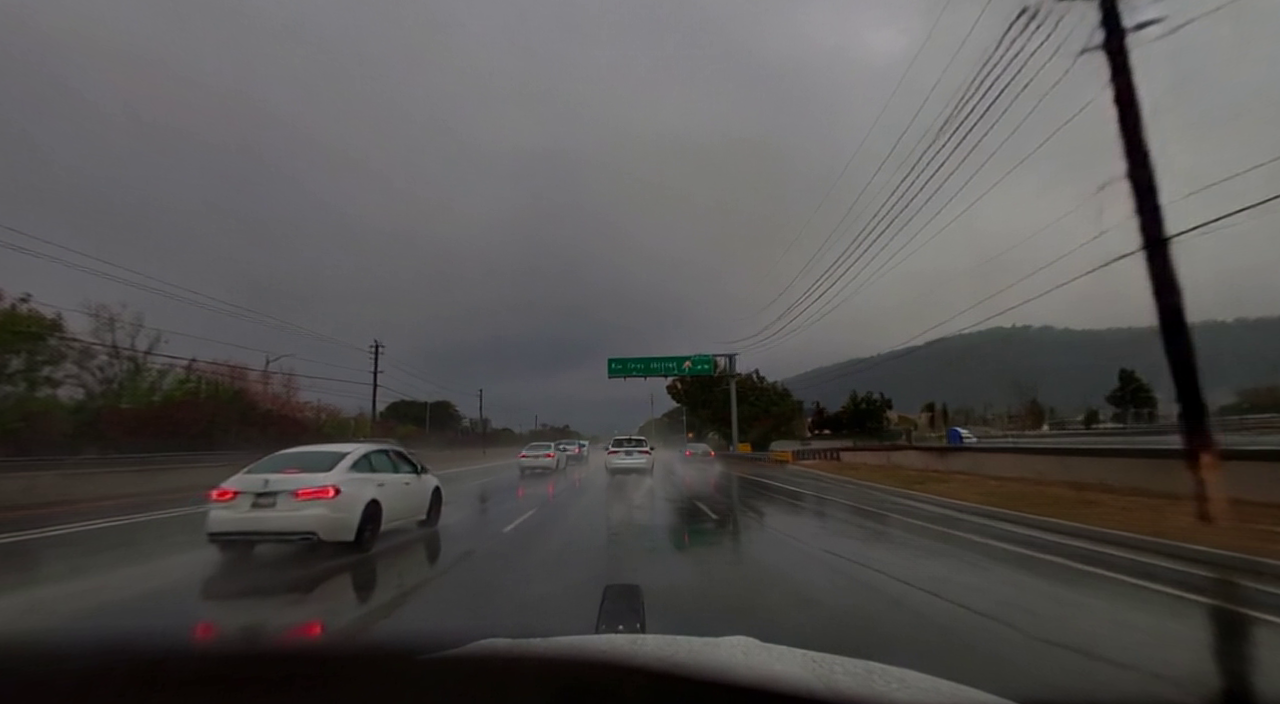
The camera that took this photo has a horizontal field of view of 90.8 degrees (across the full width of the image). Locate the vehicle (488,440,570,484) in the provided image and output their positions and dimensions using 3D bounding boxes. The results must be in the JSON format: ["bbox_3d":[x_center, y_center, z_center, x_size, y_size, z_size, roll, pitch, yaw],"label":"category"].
[{"bbox_3d":[-3.937,4.008,23.308,2.203,1.425,4.610,0,-8,0],"label":"vehicle"}]

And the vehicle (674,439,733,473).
[{"bbox_3d":[2.867,4.825,29.567,2.197,1.464,4.356,0,-8,-2],"label":"vehicle"}]

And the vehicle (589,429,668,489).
[{"bbox_3d":[-0.364,3.406,20.371,2.284,1.699,4.168,0,-8,-1],"label":"vehicle"}]

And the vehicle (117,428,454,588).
[{"bbox_3d":[-3.936,1.774,8.134,1.958,1.447,4.454,0,-8,-3],"label":"vehicle"}]
